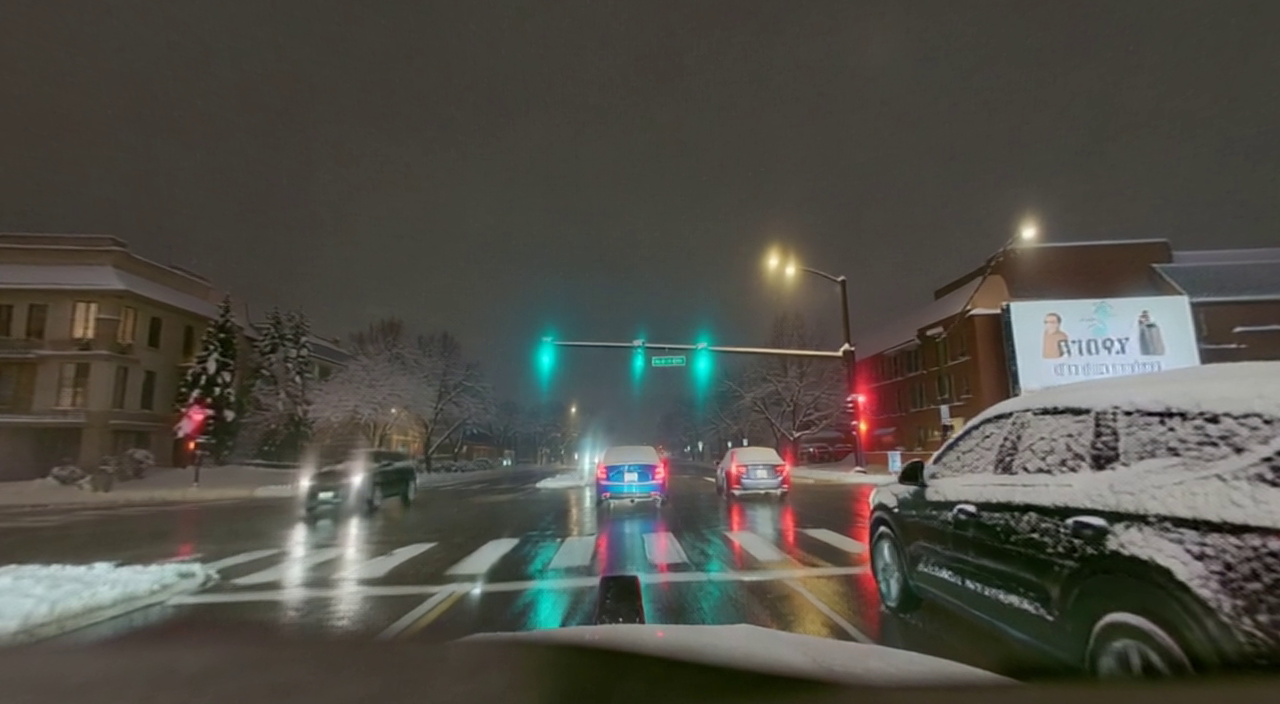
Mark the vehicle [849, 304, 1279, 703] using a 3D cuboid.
[{"bbox_3d":[2.974,0.987,3.533,2.047,1.785,4.357,0,-8,-1],"label":"vehicle"}]

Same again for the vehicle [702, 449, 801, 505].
[{"bbox_3d":[3.137,3.606,18.780,2.009,1.414,4.416,0,-8,-2],"label":"vehicle"}]

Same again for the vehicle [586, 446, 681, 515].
[{"bbox_3d":[-0.210,3.133,15.943,2.095,1.502,3.873,0,-8,-2],"label":"vehicle"}]

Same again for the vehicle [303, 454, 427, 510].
[{"bbox_3d":[-8.727,4.123,20.563,1.879,1.510,4.619,0,-8,1],"label":"vehicle"}]

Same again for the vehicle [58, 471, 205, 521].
[{"bbox_3d":[-19.194,5.410,24.178,1.942,1.453,4.448,0,-8,0],"label":"vehicle"}]
